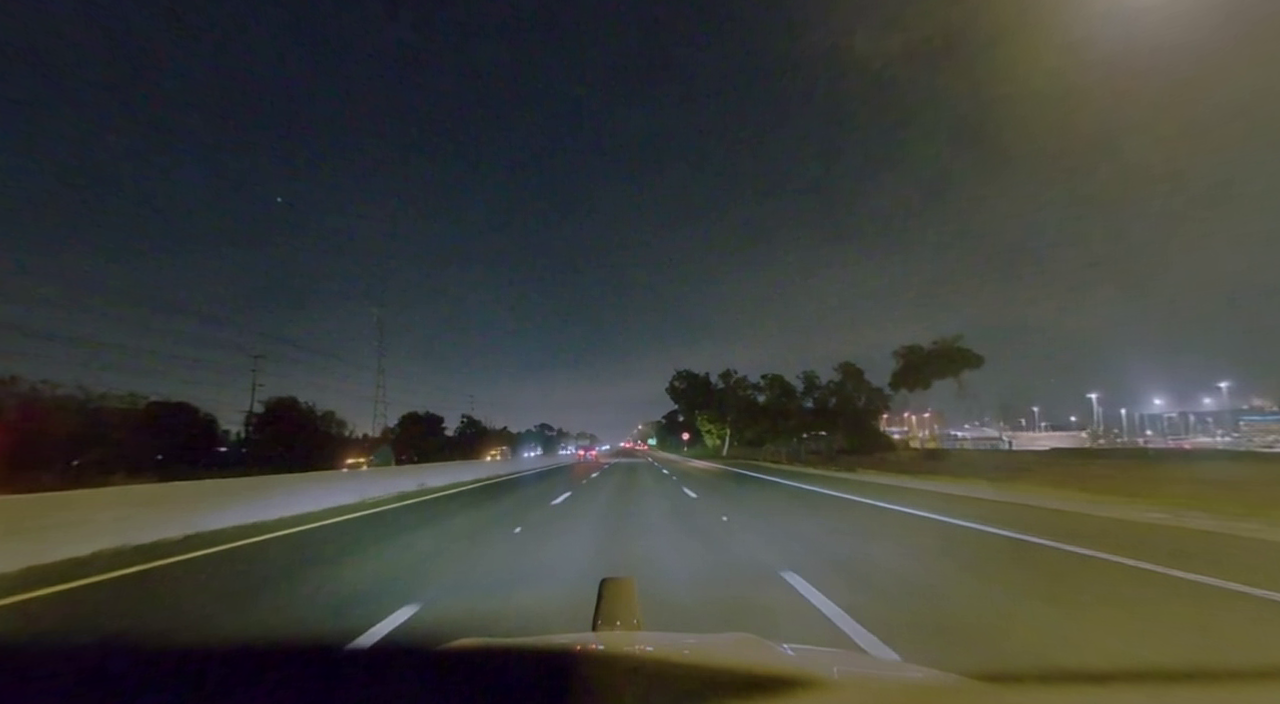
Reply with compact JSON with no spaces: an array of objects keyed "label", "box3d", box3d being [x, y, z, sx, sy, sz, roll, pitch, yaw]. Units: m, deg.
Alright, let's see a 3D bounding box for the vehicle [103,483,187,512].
[{"label":"vehicle","box3d":[-33.493,9.827,42.899,1.878,1.527,4.770,0,-8,-1]}]
